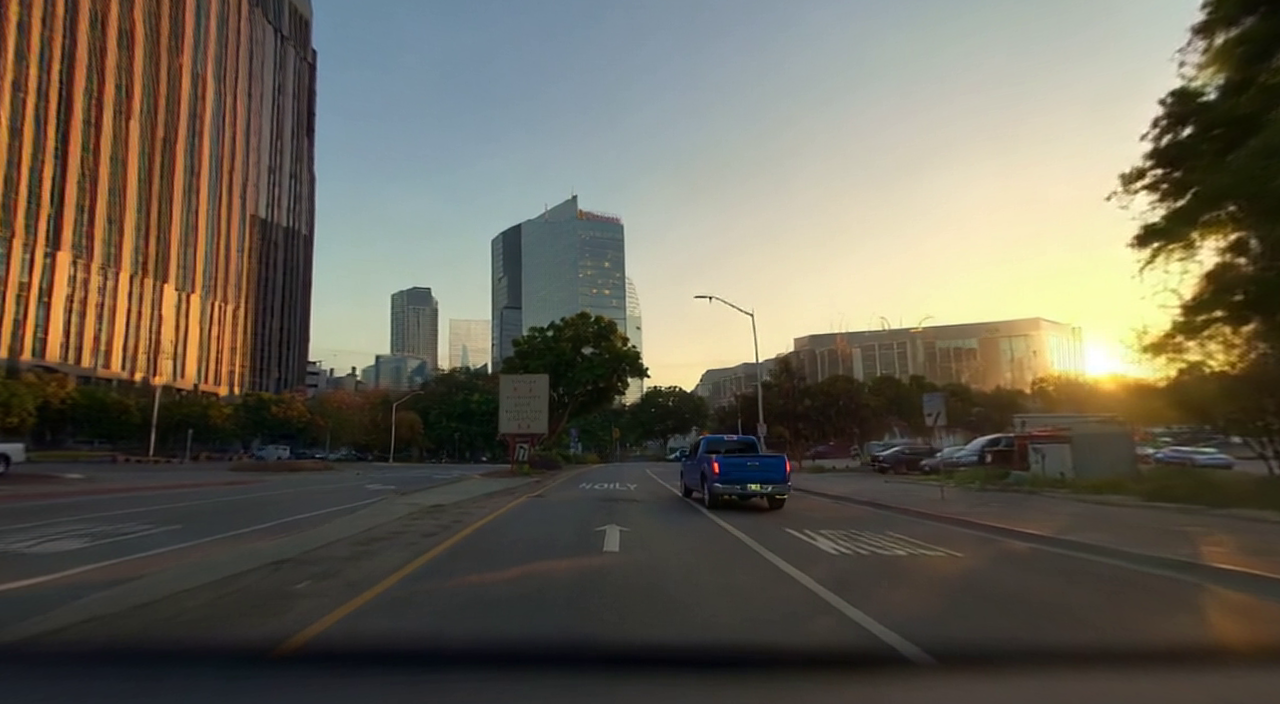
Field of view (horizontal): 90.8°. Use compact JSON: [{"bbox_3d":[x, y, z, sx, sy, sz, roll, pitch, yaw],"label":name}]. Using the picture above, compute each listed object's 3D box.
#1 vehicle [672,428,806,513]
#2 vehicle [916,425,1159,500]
[{"bbox_3d":[2.443,3.154,17.472,2.402,1.922,5.677,1,-8,-4],"label":"vehicle"},{"bbox_3d":[14.976,4.224,24.206,7.551,2.142,2.896,5,-10,-3],"label":"vehicle"}]
